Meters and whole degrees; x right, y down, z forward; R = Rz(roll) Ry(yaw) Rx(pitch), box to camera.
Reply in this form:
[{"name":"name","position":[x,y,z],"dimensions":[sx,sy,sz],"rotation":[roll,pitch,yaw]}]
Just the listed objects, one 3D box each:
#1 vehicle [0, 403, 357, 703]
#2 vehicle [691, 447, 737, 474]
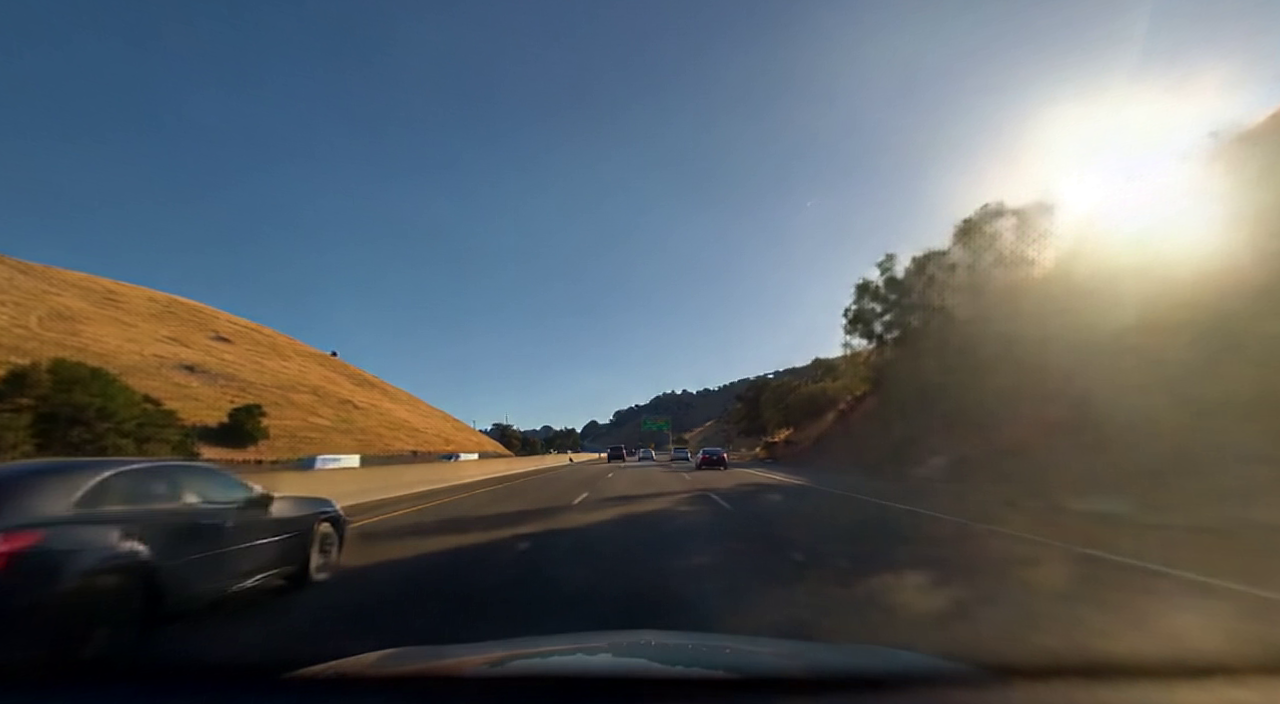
[{"name":"vehicle","position":[-3.865,1.218,4.397],"dimensions":[1.910,1.521,3.930],"rotation":[0,-8,1]},{"name":"vehicle","position":[3.912,5.778,33.858],"dimensions":[1.976,1.352,3.602],"rotation":[0,-8,-1]}]
